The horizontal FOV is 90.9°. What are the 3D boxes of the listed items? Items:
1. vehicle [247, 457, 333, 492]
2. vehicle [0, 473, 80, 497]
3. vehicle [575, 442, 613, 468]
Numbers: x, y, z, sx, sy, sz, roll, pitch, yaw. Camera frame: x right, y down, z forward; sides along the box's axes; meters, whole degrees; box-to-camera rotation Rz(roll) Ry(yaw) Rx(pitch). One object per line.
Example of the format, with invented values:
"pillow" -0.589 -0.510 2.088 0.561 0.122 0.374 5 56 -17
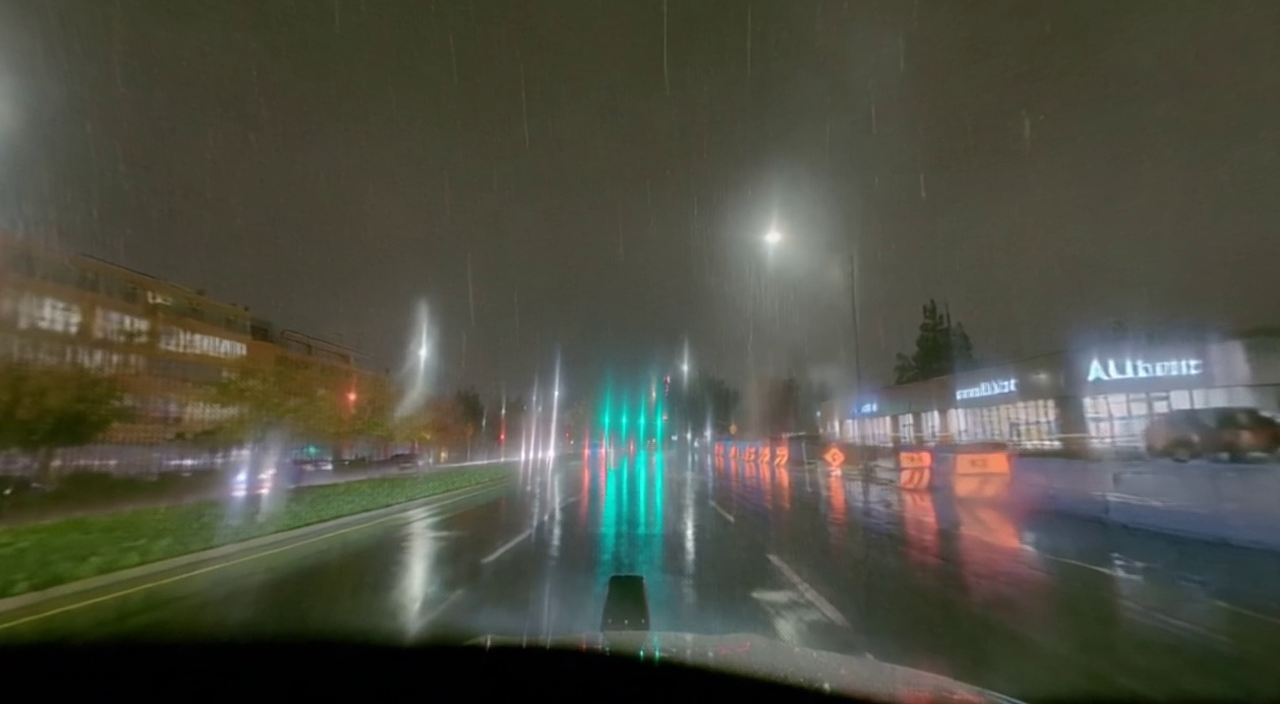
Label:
"vehicle" -17.881 6.266 32.492 1.948 1.535 4.600 0 -8 -2
"vehicle" -42.287 9.339 44.199 4.361 1.478 1.893 0 -8 5
"vehicle" -2.720 6.192 38.103 1.926 1.442 4.231 0 -8 0
